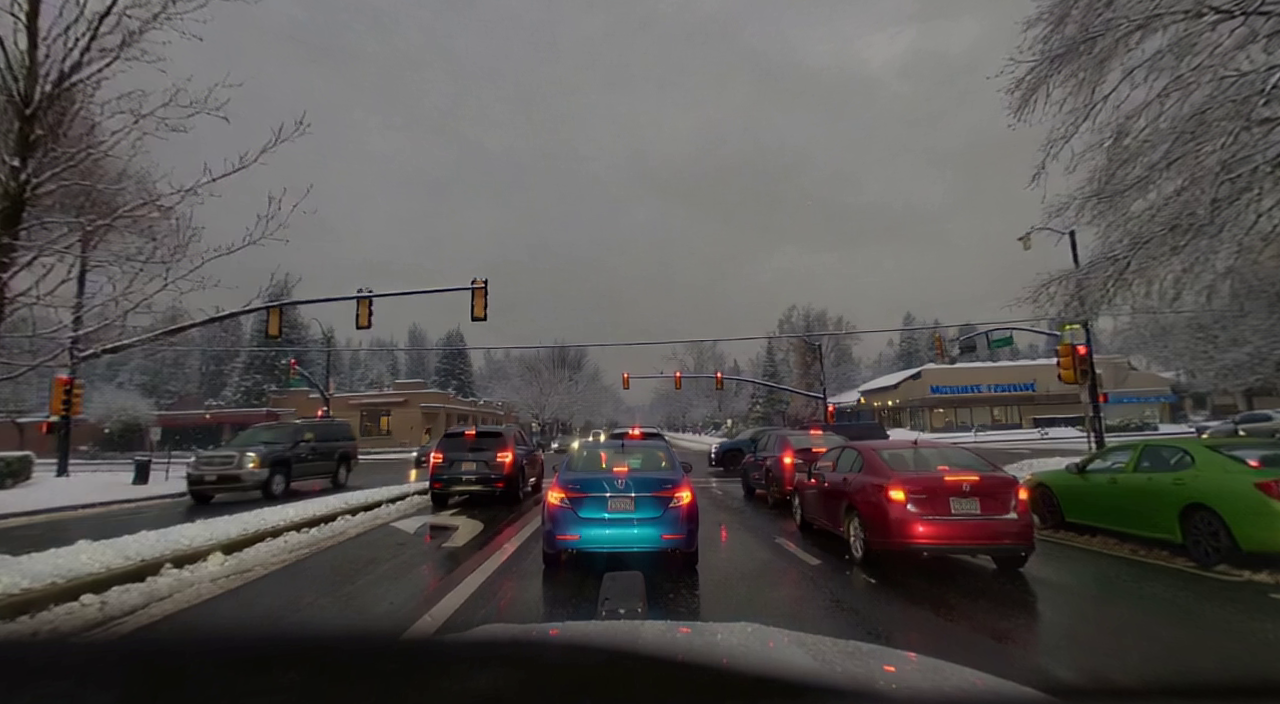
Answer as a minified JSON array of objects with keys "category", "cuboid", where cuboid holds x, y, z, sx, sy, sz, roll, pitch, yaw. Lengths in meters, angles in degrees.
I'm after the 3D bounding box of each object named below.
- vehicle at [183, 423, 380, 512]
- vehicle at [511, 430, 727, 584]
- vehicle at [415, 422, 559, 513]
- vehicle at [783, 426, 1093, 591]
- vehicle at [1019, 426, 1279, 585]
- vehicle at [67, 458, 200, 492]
[{"category":"vehicle","cuboid":[-8.699,2.826,15.993,2.140,1.892,4.689,0,-8,1]},{"category":"vehicle","cuboid":[-0.179,1.799,8.160,2.098,1.477,3.897,0,-8,1]},{"category":"vehicle","cuboid":[-3.432,2.714,15.416,2.160,1.823,5.115,0,-8,1]},{"category":"vehicle","cuboid":[3.240,1.760,7.994,2.020,1.513,4.120,0,-8,2]},{"category":"vehicle","cuboid":[7.131,1.731,7.822,2.004,1.508,4.646,0,-8,0]},{"category":"vehicle","cuboid":[-25.281,6.142,31.753,4.679,1.488,2.052,2,-9,-13]}]
